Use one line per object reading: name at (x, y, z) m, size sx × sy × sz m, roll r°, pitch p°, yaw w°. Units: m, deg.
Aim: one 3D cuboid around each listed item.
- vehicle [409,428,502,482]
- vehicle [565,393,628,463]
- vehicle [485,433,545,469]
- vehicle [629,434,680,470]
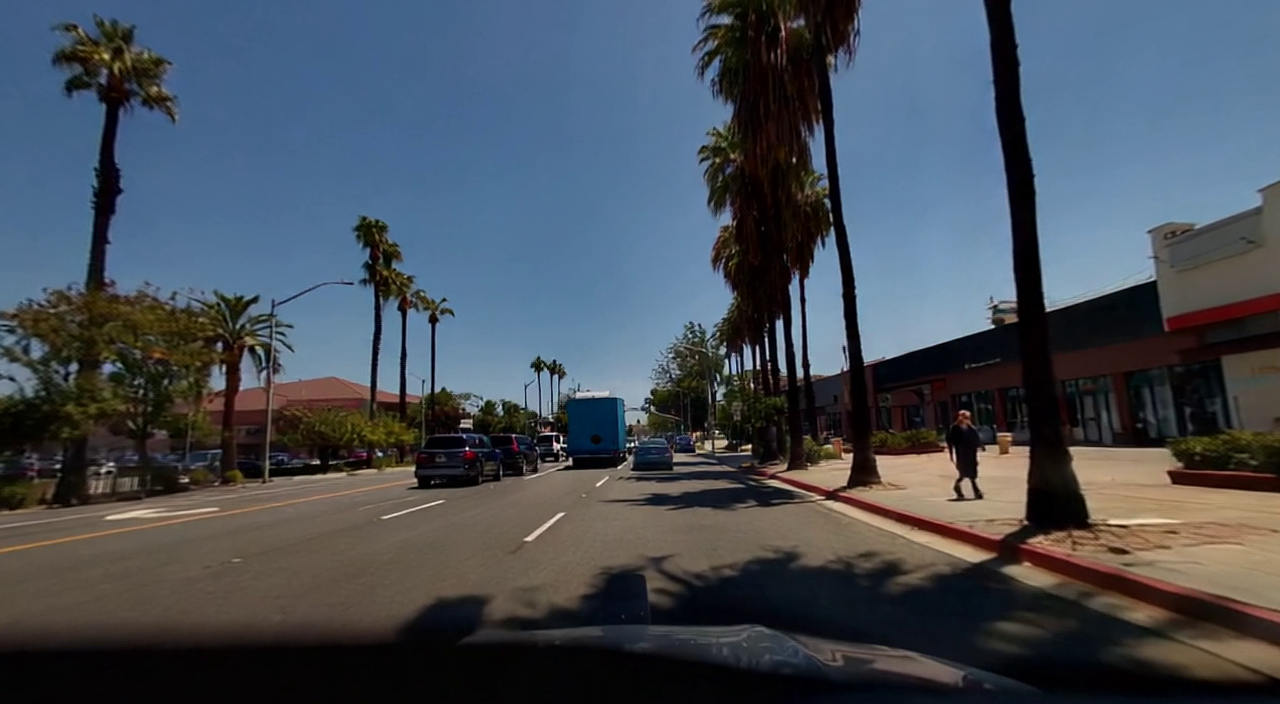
vehicle at (-6.817, 3.852, 23.740) m, size 2.014 × 1.830 × 4.281 m, roll 0°, pitch -9°, yaw 3°
vehicle at (-2.554, 5.132, 41.132) m, size 2.992 × 3.949 × 11.815 m, roll 0°, pitch -9°, yaw 1°
vehicle at (-6.583, 5.285, 33.588) m, size 2.143 × 1.736 × 4.648 m, roll 0°, pitch -9°, yaw 1°
vehicle at (0.624, 4.557, 28.627) m, size 2.144 × 1.514 × 4.063 m, roll 0°, pitch -9°, yaw 1°
